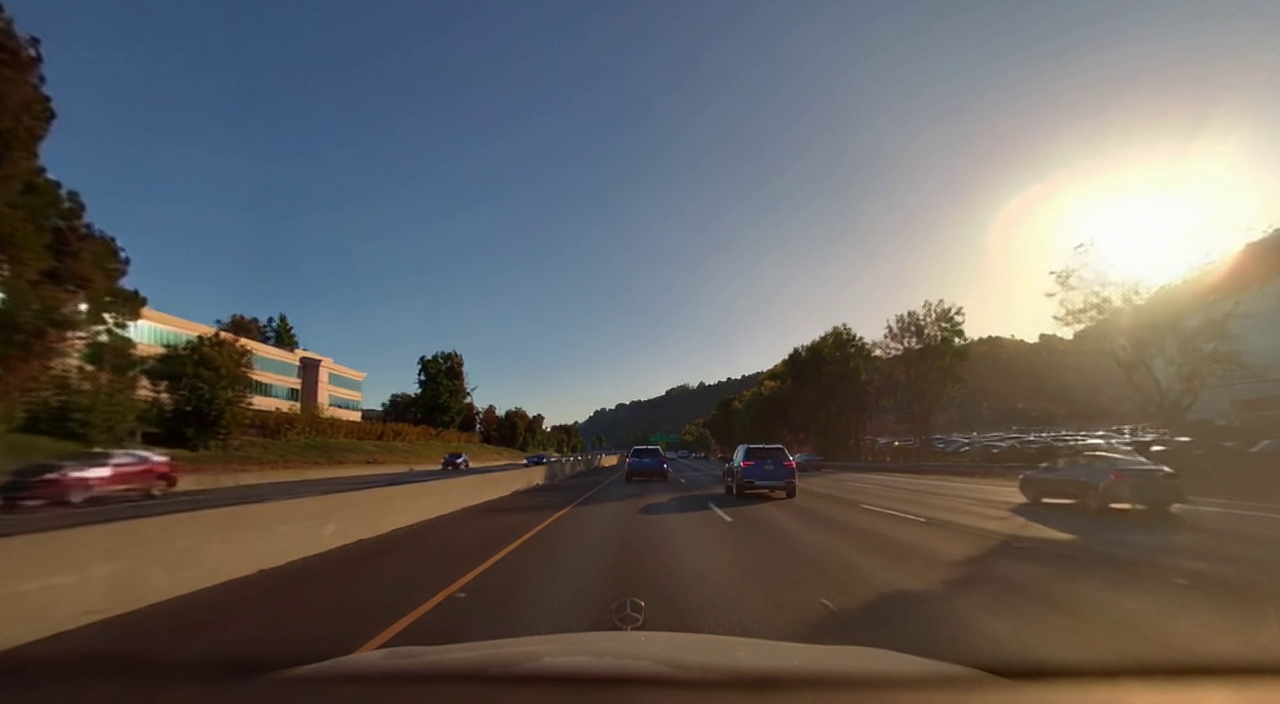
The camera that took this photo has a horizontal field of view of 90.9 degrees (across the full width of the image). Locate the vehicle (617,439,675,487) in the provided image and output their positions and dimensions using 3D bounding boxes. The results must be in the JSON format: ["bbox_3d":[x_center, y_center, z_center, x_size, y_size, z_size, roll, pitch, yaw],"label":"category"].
[{"bbox_3d":[0.256,4.757,27.367,2.290,1.862,4.454,0,-8,1],"label":"vehicle"}]

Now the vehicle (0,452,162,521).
[{"bbox_3d":[-17.885,4.000,19.490,2.003,1.754,5.307,0,-8,1],"label":"vehicle"}]

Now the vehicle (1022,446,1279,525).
[{"bbox_3d":[10.984,2.843,14.131,2.027,1.446,4.470,0,-8,0],"label":"vehicle"}]

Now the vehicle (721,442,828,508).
[{"bbox_3d":[3.562,3.315,17.523,2.042,1.592,4.047,0,-8,-1],"label":"vehicle"}]
